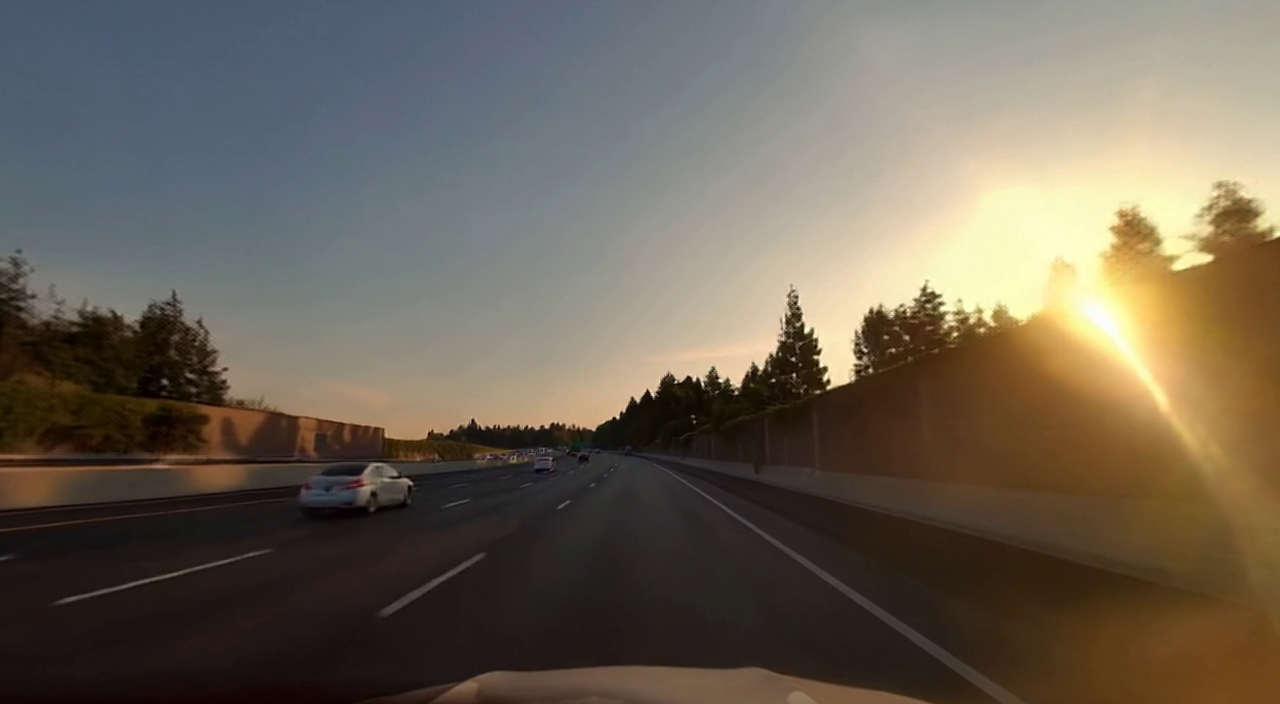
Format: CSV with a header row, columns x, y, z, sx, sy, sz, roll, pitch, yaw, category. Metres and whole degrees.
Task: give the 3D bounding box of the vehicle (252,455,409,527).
x,y,z,sx,sy,sz,roll,pitch,yaw,category
-7.102,3.191,14.948,1.782,1.441,3.751,0,-9,1,vehicle
